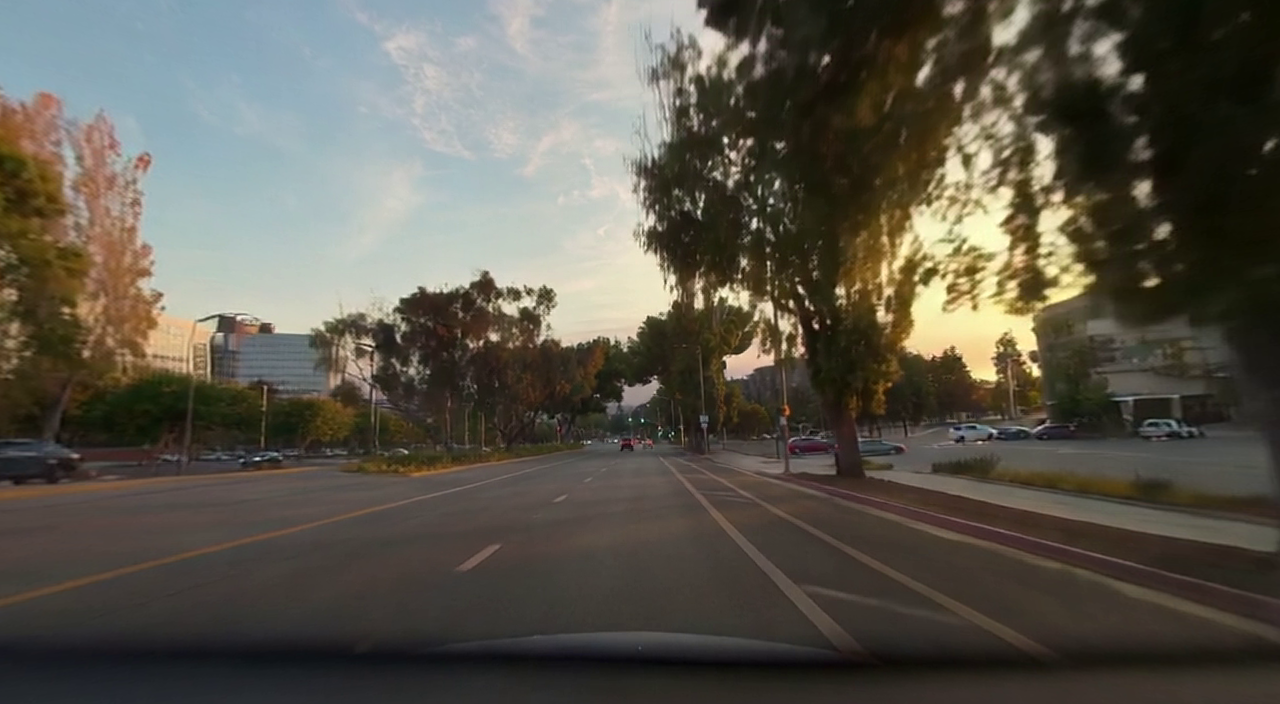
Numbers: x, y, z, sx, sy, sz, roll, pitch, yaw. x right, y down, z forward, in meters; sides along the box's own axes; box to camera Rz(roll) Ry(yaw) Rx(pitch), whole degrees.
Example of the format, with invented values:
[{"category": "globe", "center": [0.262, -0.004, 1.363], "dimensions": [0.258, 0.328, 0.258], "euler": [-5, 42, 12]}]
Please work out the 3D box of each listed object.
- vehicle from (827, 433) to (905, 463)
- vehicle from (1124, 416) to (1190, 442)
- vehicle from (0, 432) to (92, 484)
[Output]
[{"category": "vehicle", "center": [14.839, 6.320, 41.549], "dimensions": [4.388, 1.446, 1.808], "euler": [-6, -7, 1]}, {"category": "vehicle", "center": [38.069, 5.715, 46.372], "dimensions": [4.699, 1.764, 2.200], "euler": [5, -10, -32]}, {"category": "vehicle", "center": [-32.262, 5.366, 32.180], "dimensions": [2.514, 2.485, 6.584], "euler": [0, -8, 1]}]
